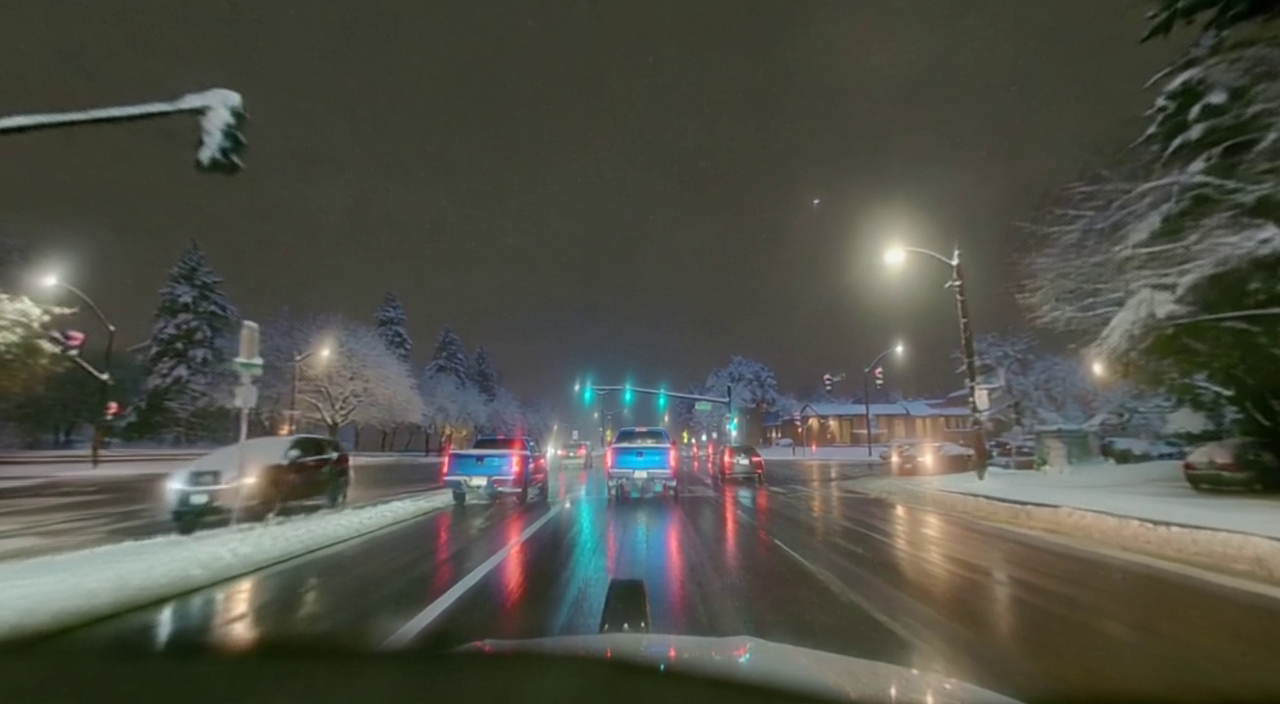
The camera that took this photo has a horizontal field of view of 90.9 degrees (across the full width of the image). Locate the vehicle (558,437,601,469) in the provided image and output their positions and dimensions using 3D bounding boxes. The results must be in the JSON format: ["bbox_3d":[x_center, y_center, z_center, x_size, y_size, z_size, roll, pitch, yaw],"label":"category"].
[{"bbox_3d":[-3.445,5.820,36.588,2.018,1.700,4.142,0,-8,0],"label":"vehicle"}]

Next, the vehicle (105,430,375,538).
[{"bbox_3d":[-6.721,2.228,11.341,1.907,1.541,4.364,0,-8,1],"label":"vehicle"}]

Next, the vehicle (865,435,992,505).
[{"bbox_3d":[8.950,3.655,20.052,2.126,1.820,4.521,3,-8,3],"label":"vehicle"}]

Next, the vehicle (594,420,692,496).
[{"bbox_3d":[0.094,3.072,18.640,2.493,1.934,4.957,0,-8,0],"label":"vehicle"}]

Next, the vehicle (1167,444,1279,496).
[{"bbox_3d":[20.528,3.798,20.504,4.653,1.591,2.137,-1,-8,4],"label":"vehicle"}]

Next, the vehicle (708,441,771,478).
[{"bbox_3d":[4.256,4.651,27.616,1.968,1.472,4.456,0,-8,-1],"label":"vehicle"}]

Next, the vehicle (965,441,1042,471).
[{"bbox_3d":[25.417,7.226,43.971,5.227,1.935,2.289,5,-10,-31],"label":"vehicle"}]

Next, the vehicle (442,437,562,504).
[{"bbox_3d":[-3.344,2.954,16.237,1.986,1.465,4.509,0,-8,1],"label":"vehicle"}]
